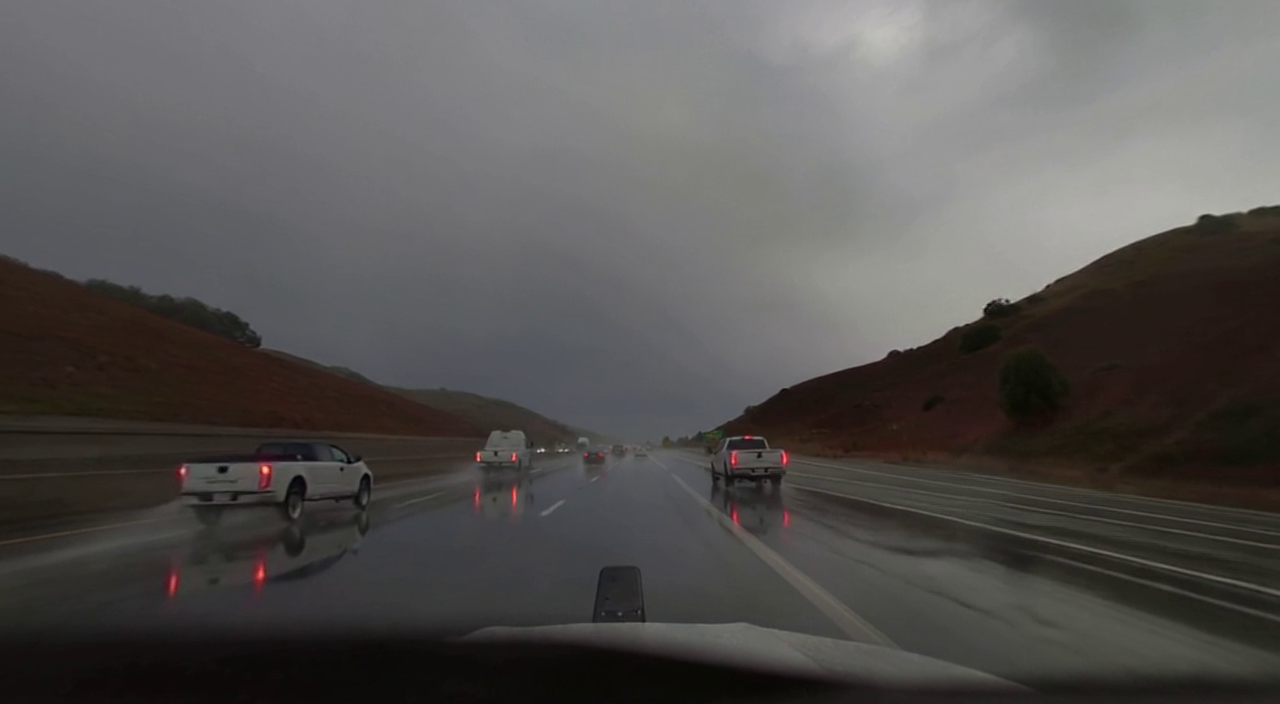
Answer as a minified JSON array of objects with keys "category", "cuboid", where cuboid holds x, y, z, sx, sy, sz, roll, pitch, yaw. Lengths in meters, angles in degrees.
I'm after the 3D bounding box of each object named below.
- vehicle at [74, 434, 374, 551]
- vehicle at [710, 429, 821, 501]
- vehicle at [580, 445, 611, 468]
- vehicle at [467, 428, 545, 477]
[{"category":"vehicle","cuboid":[-6.647,2.276,10.972,1.935,1.550,4.883,0,-9,-1]},{"category":"vehicle","cuboid":[3.430,3.223,18.285,2.231,1.789,4.700,0,-9,0]},{"category":"vehicle","cuboid":[-3.238,7.737,46.642,2.009,1.593,4.378,0,-9,0]},{"category":"vehicle","cuboid":[-7.426,5.697,35.850,2.937,2.509,7.090,0,-9,-1]}]
